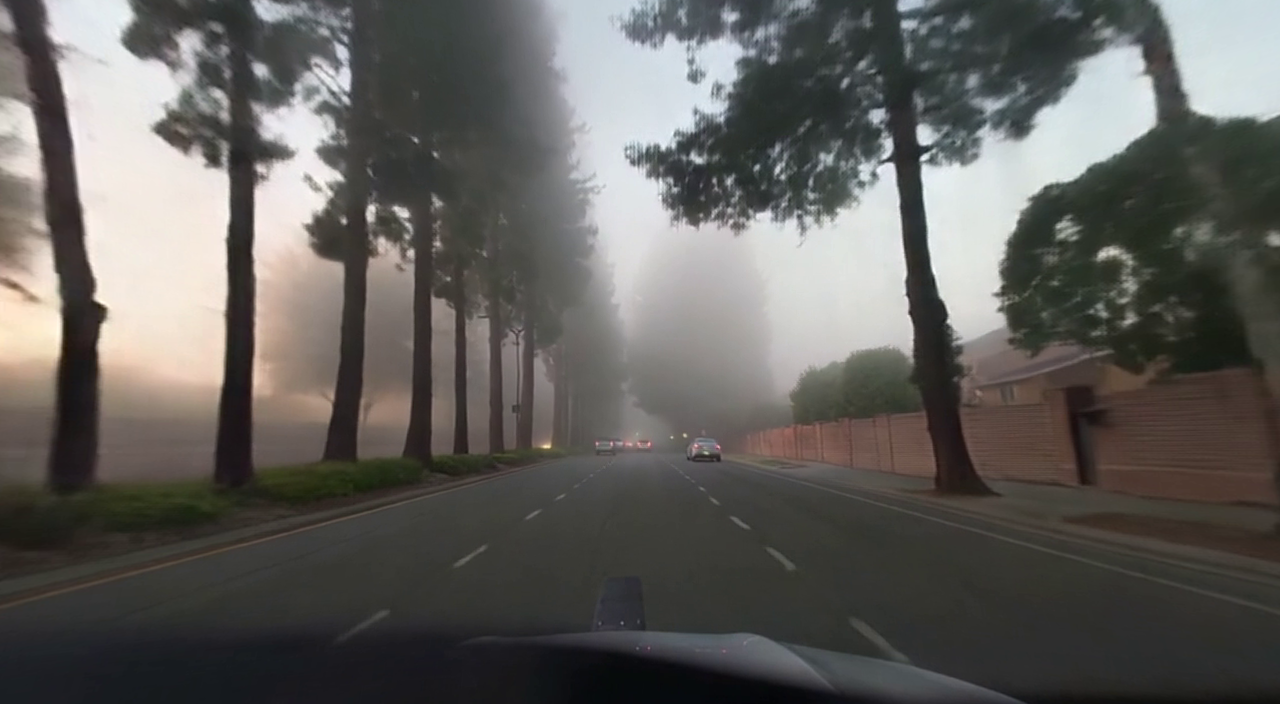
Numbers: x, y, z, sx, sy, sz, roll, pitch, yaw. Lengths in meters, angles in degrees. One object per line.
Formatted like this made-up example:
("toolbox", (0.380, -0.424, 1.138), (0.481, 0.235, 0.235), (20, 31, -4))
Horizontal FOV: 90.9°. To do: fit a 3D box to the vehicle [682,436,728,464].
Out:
("vehicle", (3.941, 6.037, 38.991), (2.237, 1.578, 4.621), (0, -8, -1))
